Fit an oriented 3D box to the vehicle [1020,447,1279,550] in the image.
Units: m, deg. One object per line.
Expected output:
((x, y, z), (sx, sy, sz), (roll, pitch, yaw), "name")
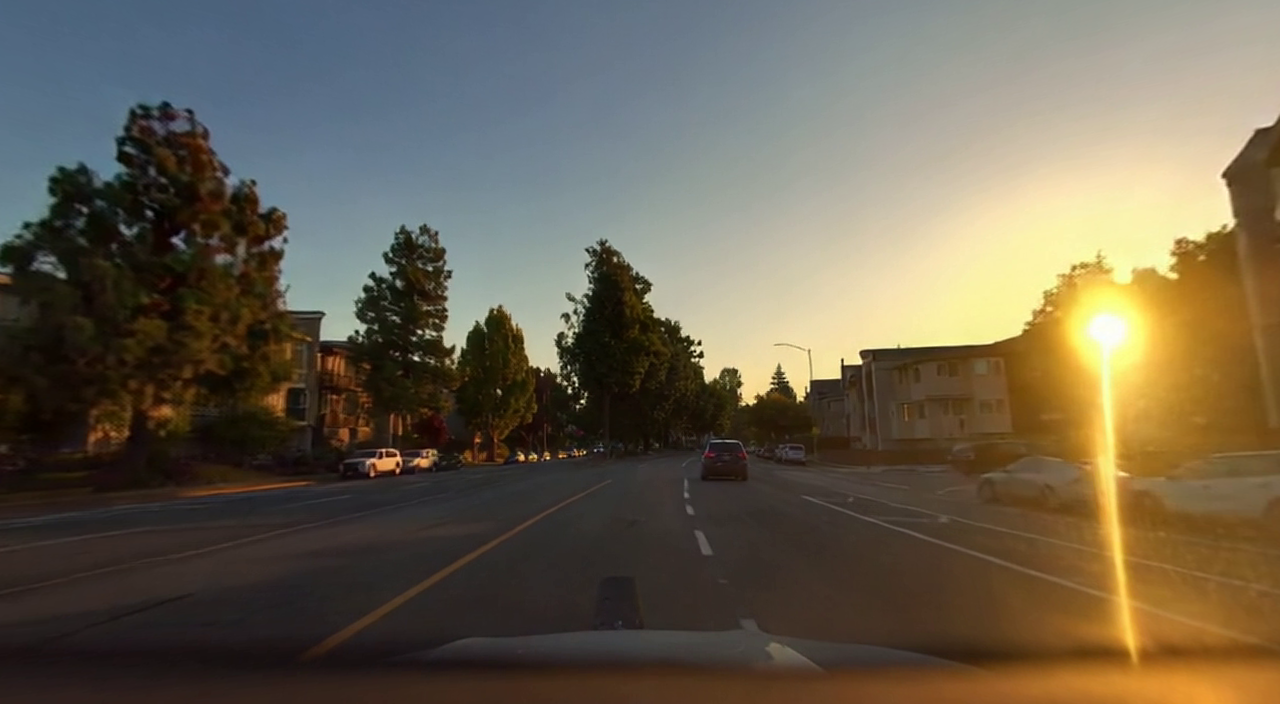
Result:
((9.197, 2.461, 11.411), (1.836, 1.461, 4.449), (0, -9, -1), "vehicle")

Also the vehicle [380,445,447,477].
((-15.722, 7.580, 44.243), (2.194, 2.022, 5.828), (-1, -9, 4), "vehicle")

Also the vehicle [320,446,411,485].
((-16.101, 6.658, 37.539), (2.239, 1.926, 6.159), (-3, -8, 5), "vehicle")

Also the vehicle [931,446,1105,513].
((9.510, 3.195, 16.435), (1.928, 1.482, 4.461), (-1, -9, 3), "vehicle")

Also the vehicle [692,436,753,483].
((3.307, 4.407, 26.212), (2.085, 1.763, 4.490), (-1, -9, 2), "vehicle")
